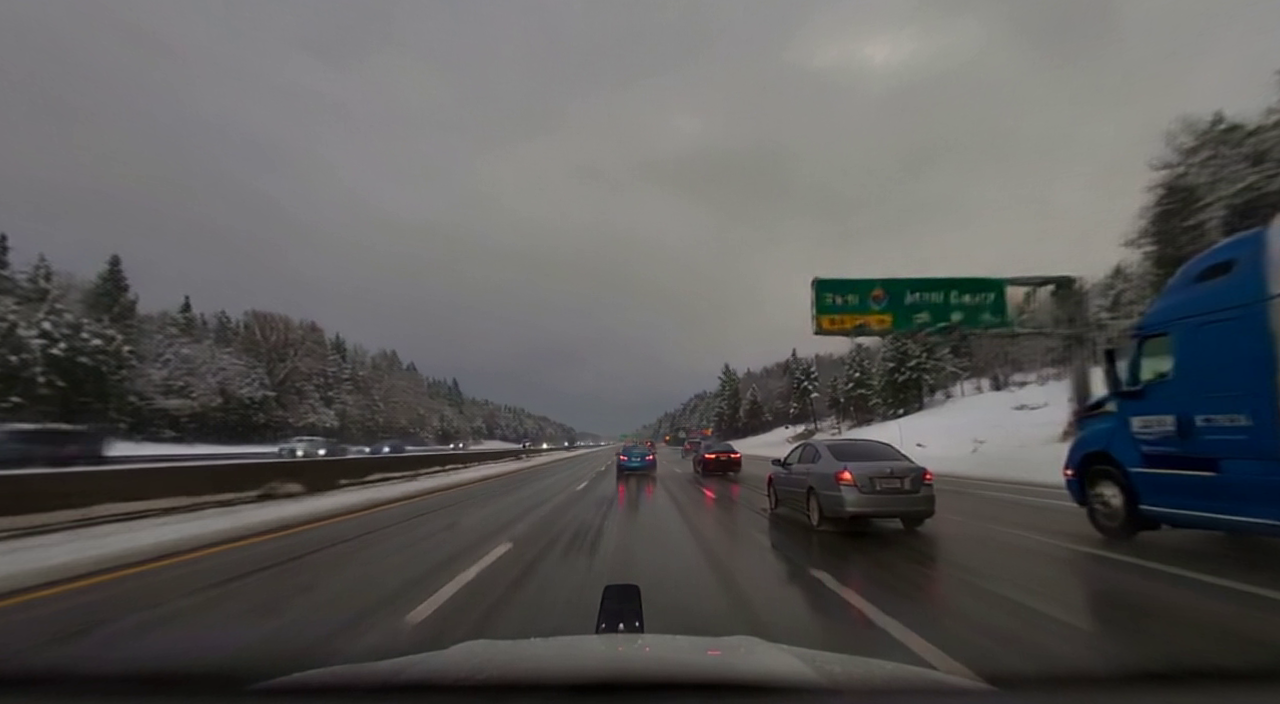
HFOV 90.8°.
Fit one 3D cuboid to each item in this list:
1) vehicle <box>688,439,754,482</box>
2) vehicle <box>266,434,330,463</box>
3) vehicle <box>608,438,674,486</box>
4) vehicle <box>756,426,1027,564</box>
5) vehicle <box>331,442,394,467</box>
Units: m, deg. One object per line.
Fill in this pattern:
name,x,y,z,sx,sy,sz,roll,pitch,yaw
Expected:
vehicle,3.039,4.164,24.562,1.856,1.517,4.198,0,-9,-2
vehicle,-25.603,7.253,47.452,2.245,2.020,4.578,0,-9,-1
vehicle,0.014,3.796,22.089,2.098,1.475,3.997,0,-9,-1
vehicle,3.235,1.947,9.450,1.993,1.504,4.781,0,-9,-1
vehicle,-17.800,6.610,40.780,1.935,1.491,4.689,0,-9,0
